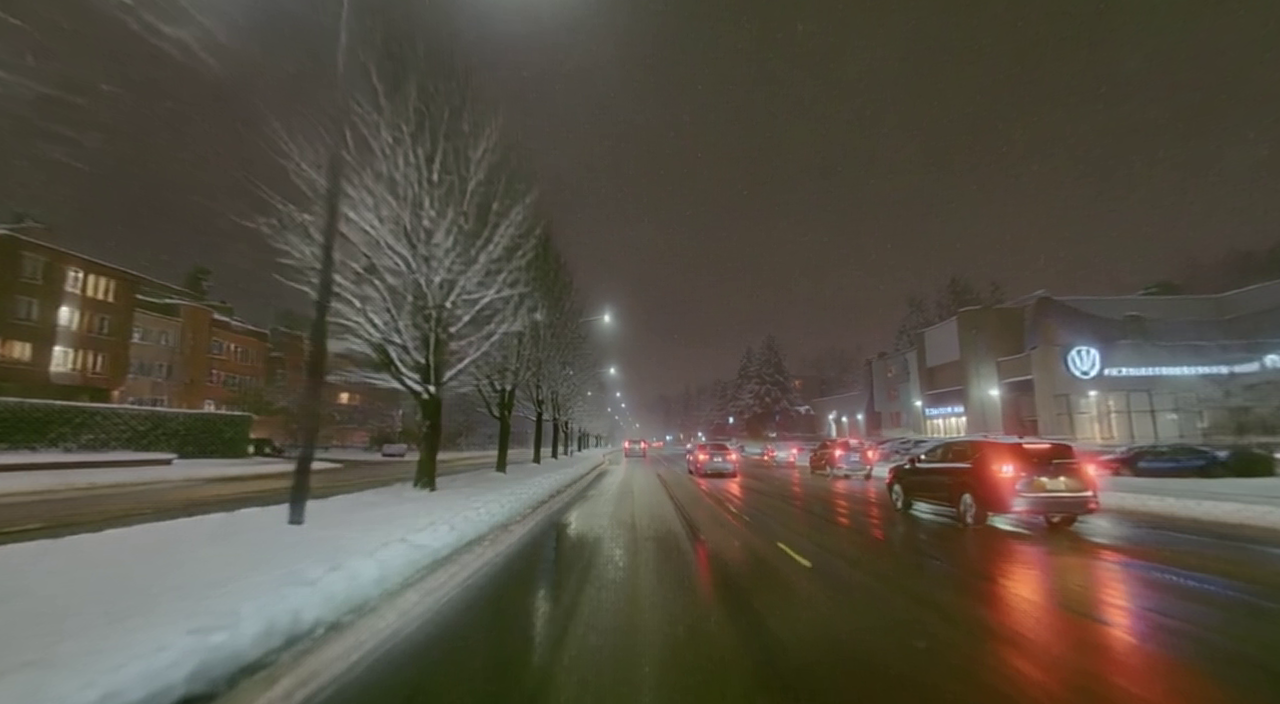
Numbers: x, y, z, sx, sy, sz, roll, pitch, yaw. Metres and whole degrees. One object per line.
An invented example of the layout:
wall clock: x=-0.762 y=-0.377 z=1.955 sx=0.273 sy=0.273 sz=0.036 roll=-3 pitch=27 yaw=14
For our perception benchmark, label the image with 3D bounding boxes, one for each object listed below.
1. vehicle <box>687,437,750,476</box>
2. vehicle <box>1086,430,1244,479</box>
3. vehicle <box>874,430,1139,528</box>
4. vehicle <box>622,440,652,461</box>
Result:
vehicle: x=3.296 y=4.472 z=27.369 sx=1.953 sy=1.514 sz=4.672 roll=0 pitch=-8 yaw=-2
vehicle: x=19.514 y=3.815 z=23.809 sx=2.058 sy=1.646 sz=4.361 roll=0 pitch=-8 yaw=-3
vehicle: x=6.683 y=2.346 z=12.343 sx=2.098 sy=1.507 sz=4.655 roll=0 pitch=-8 yaw=-5
vehicle: x=-0.277 y=7.170 z=46.070 sx=2.095 sy=1.456 sz=3.873 roll=0 pitch=-8 yaw=-1
